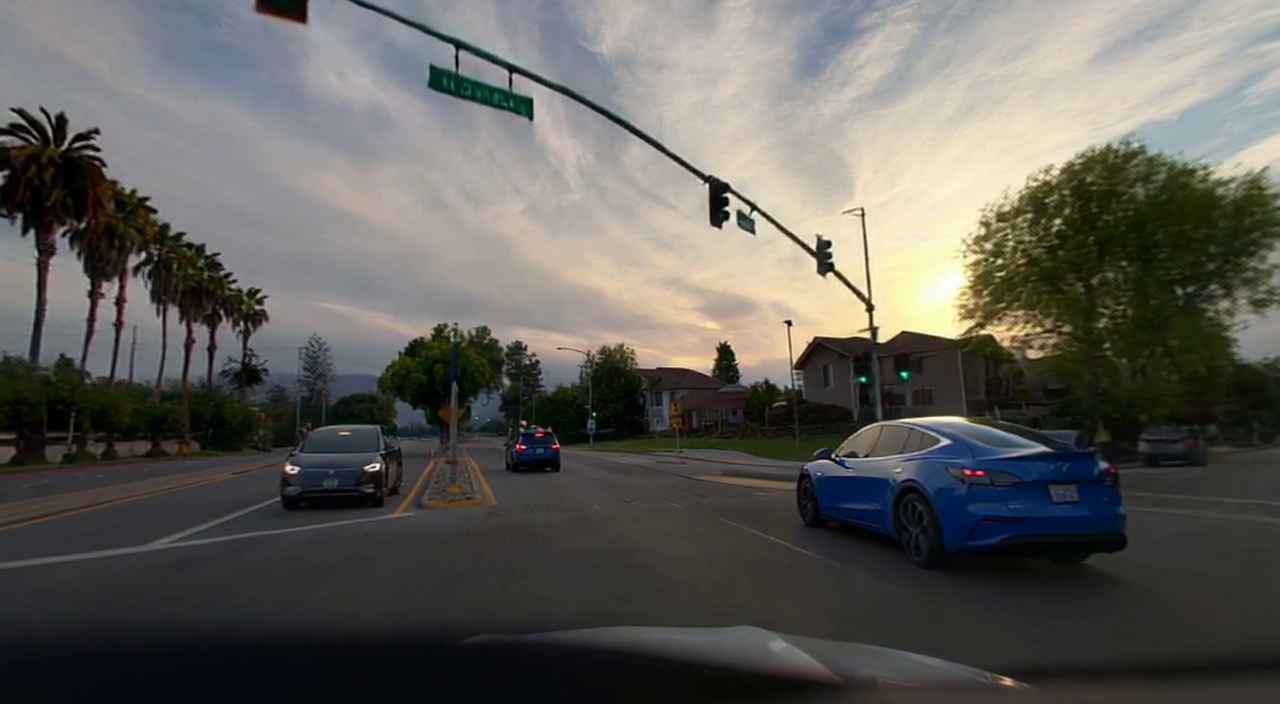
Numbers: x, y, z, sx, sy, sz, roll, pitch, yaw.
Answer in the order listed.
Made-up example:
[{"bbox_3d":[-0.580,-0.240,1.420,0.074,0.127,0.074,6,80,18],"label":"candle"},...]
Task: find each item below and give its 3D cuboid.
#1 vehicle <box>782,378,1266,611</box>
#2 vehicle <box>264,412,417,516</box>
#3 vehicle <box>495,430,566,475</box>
[{"bbox_3d":[3.673,1.493,7.640,2.205,1.803,5.135,1,-8,-6],"label":"vehicle"},{"bbox_3d":[-6.536,2.480,14.549,2.283,1.878,5.384,2,-9,-16],"label":"vehicle"},{"bbox_3d":[-4.682,4.171,26.465,2.341,1.709,4.466,2,-9,-17],"label":"vehicle"}]
